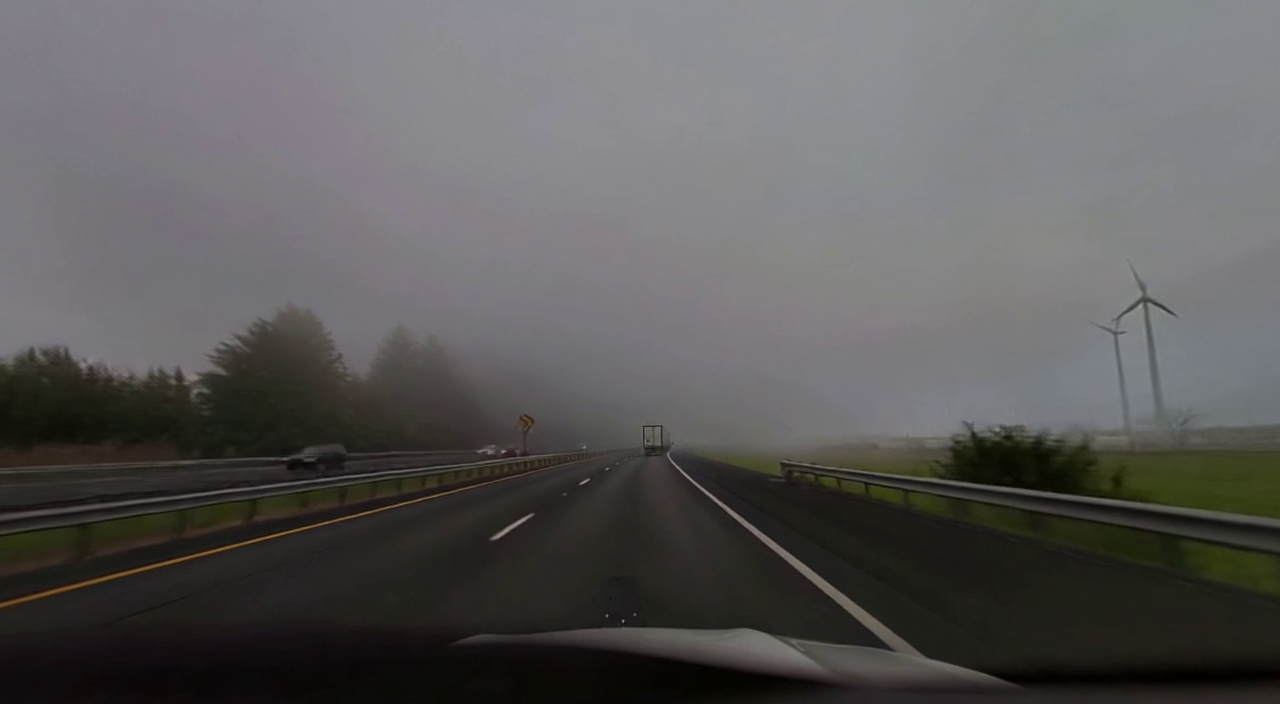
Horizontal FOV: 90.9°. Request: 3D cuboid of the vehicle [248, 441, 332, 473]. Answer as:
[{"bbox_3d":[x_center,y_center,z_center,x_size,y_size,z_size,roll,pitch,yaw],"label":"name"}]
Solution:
[{"bbox_3d":[-17.033,5.119,30.868,1.790,1.442,3.956,0,-9,1],"label":"vehicle"}]
